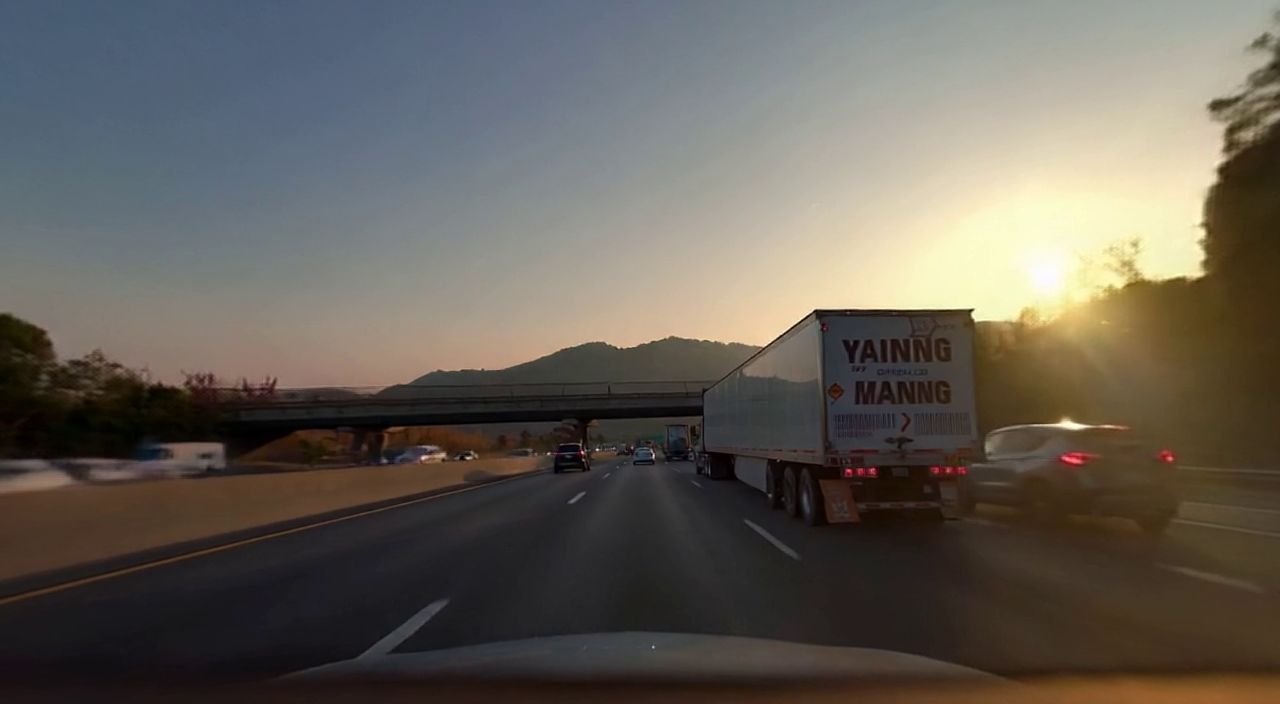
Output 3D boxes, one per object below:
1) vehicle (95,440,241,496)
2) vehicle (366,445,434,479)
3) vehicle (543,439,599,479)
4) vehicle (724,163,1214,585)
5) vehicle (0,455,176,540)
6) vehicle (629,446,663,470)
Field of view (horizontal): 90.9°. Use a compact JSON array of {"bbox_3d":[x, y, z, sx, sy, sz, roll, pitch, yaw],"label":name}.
[{"bbox_3d":[-23.527,5.778,31.930,2.531,2.538,6.239,0,-9,0],"label":"vehicle"},{"bbox_3d":[-12.729,5.817,33.720,1.957,1.672,4.174,0,-9,1],"label":"vehicle"},{"bbox_3d":[-3.145,5.011,29.754,2.058,1.711,4.226,0,-9,1],"label":"vehicle"},{"bbox_3d":[3.876,1.056,12.288,2.821,4.077,12.562,0,-9,0],"label":"vehicle"},{"bbox_3d":[-12.641,2.950,13.256,2.044,1.481,4.822,0,-9,1],"label":"vehicle"},{"bbox_3d":[0.364,6.792,40.673,2.063,1.469,4.208,0,-9,0],"label":"vehicle"}]
